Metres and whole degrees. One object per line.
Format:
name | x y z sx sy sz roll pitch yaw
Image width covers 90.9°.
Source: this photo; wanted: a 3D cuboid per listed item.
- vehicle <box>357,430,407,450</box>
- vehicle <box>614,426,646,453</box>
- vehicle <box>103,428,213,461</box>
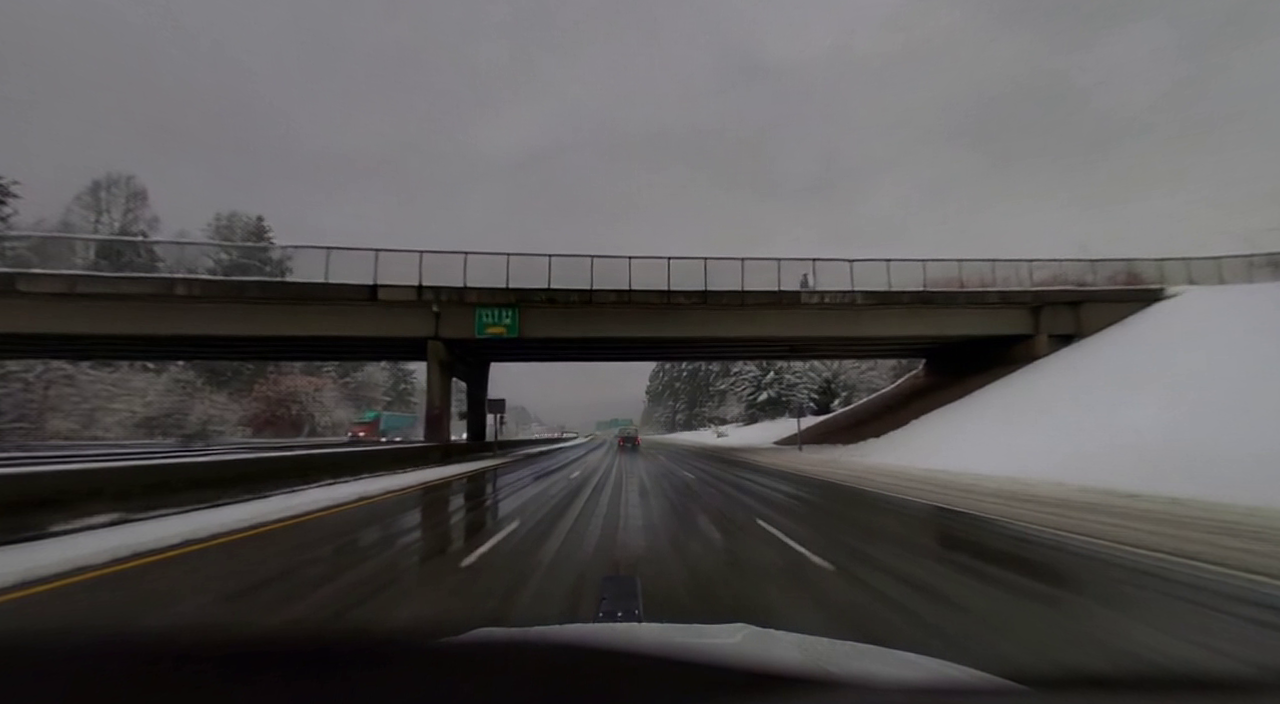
vehicle | -20.189 6.905 49.514 1.823 1.506 4.663 0 -8 1
vehicle | -0.803 6.590 47.319 2.277 1.913 4.510 0 -7 -2
vehicle | -23.212 4.466 30.584 1.828 1.475 4.273 0 -8 2
